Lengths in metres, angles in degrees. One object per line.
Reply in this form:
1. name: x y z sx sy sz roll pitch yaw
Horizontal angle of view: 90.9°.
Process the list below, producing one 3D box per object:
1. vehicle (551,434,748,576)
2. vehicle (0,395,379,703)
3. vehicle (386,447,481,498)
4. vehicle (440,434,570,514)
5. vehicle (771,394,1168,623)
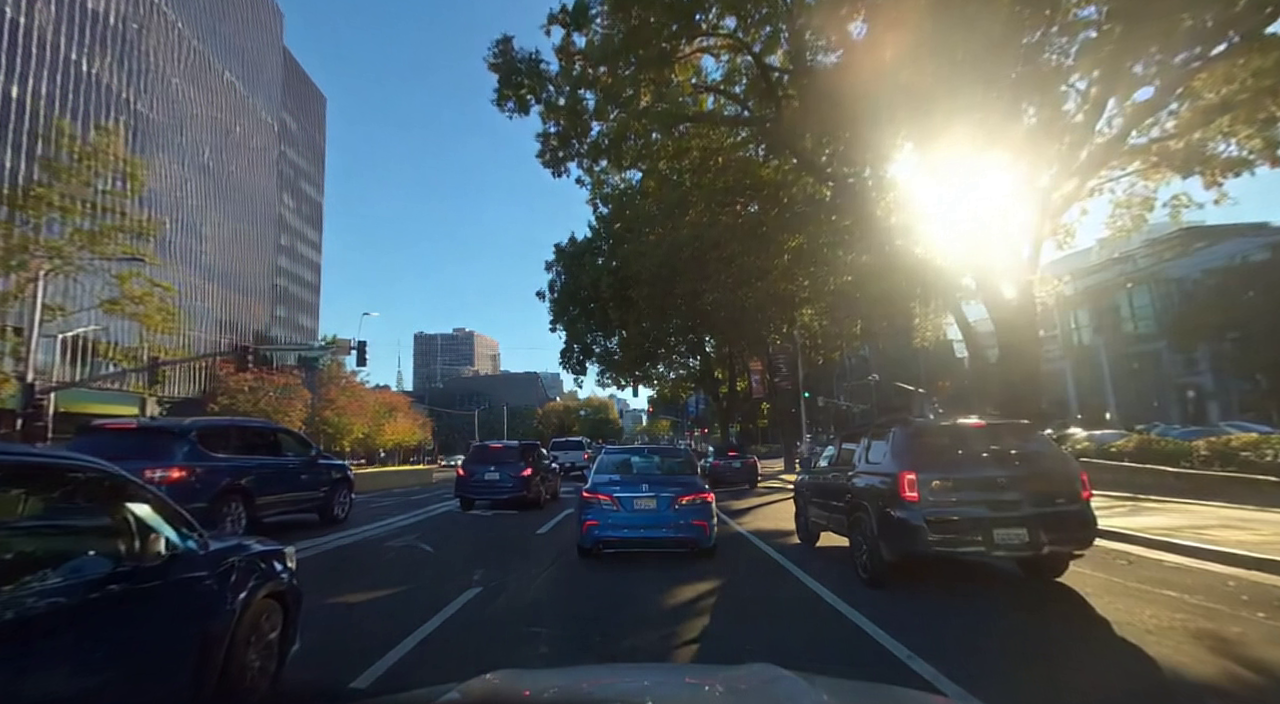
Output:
1. vehicle: 0.076 1.965 8.906 2.147 1.507 3.953 0 -8 -1
2. vehicle: -3.308 1.018 2.878 2.144 1.505 4.635 -1 -9 2
3. vehicle: -6.569 3.854 20.510 1.778 1.475 3.769 0 -9 0
4. vehicle: -3.194 3.002 16.062 2.168 1.719 4.561 -1 -8 2
5. vehicle: 3.062 1.551 7.212 2.108 1.785 4.334 0 -8 -1
